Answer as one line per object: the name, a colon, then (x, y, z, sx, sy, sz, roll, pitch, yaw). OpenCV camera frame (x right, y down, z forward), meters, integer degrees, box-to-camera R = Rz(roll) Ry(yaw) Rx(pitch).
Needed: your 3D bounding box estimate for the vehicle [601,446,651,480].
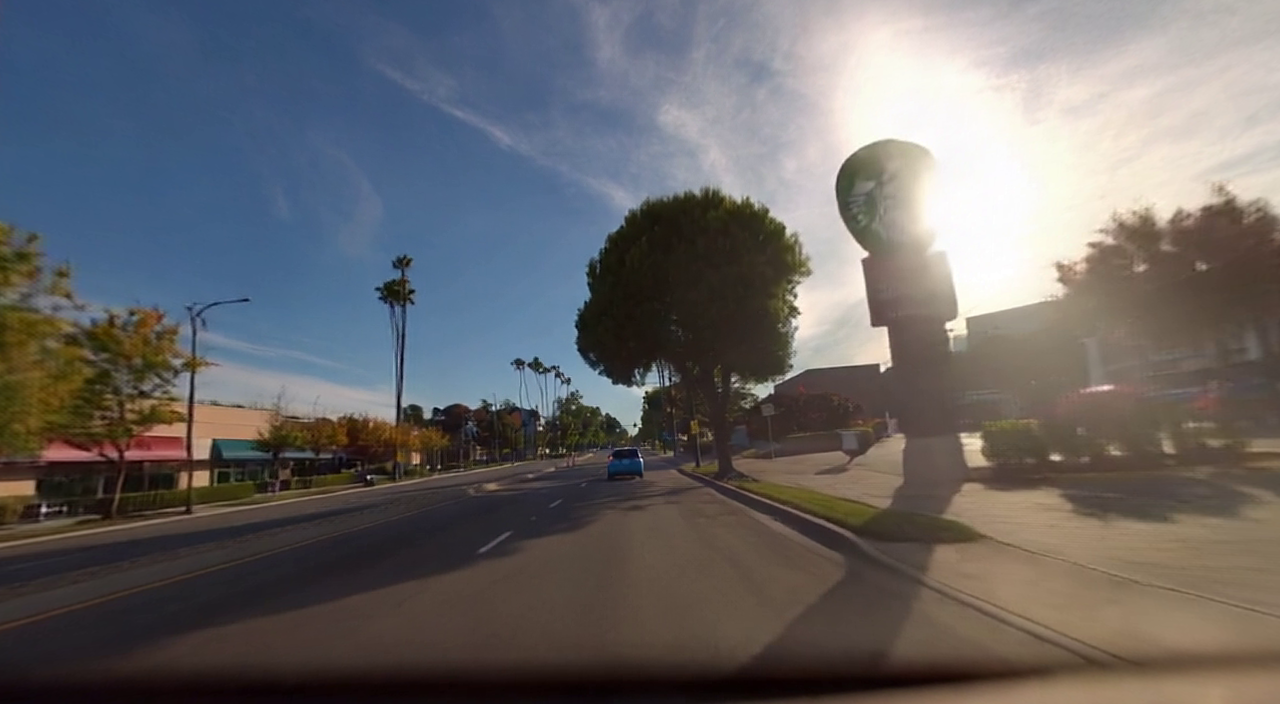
vehicle: (-0.605, 5.157, 29.703, 2.156, 1.462, 4.495, 0, -8, 0)
